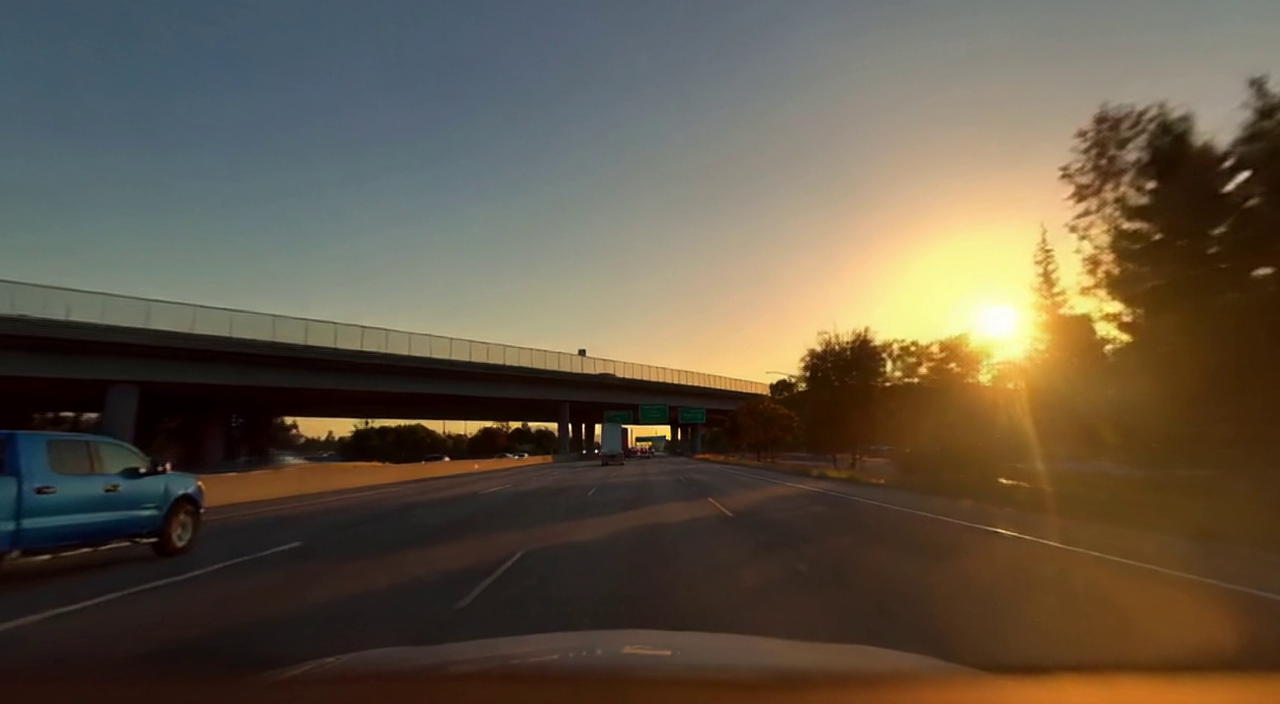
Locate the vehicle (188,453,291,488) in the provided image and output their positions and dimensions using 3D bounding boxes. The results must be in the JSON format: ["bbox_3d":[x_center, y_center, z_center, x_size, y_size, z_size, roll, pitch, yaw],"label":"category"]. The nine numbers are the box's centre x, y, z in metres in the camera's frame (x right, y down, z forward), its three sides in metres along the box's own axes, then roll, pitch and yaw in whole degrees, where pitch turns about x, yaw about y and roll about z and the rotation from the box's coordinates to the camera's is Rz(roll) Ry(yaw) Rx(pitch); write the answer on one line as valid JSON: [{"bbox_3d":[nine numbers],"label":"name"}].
[{"bbox_3d":[-20.196,5.966,32.057,1.916,1.612,4.809,0,-9,3],"label":"vehicle"}]

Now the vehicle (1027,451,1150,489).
[{"bbox_3d":[18.978,4.985,26.945,1.912,1.450,4.581,0,-9,0],"label":"vehicle"}]

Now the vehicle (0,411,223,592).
[{"bbox_3d":[-7.250,1.555,6.796,2.168,1.729,4.724,0,-9,1],"label":"vehicle"}]
